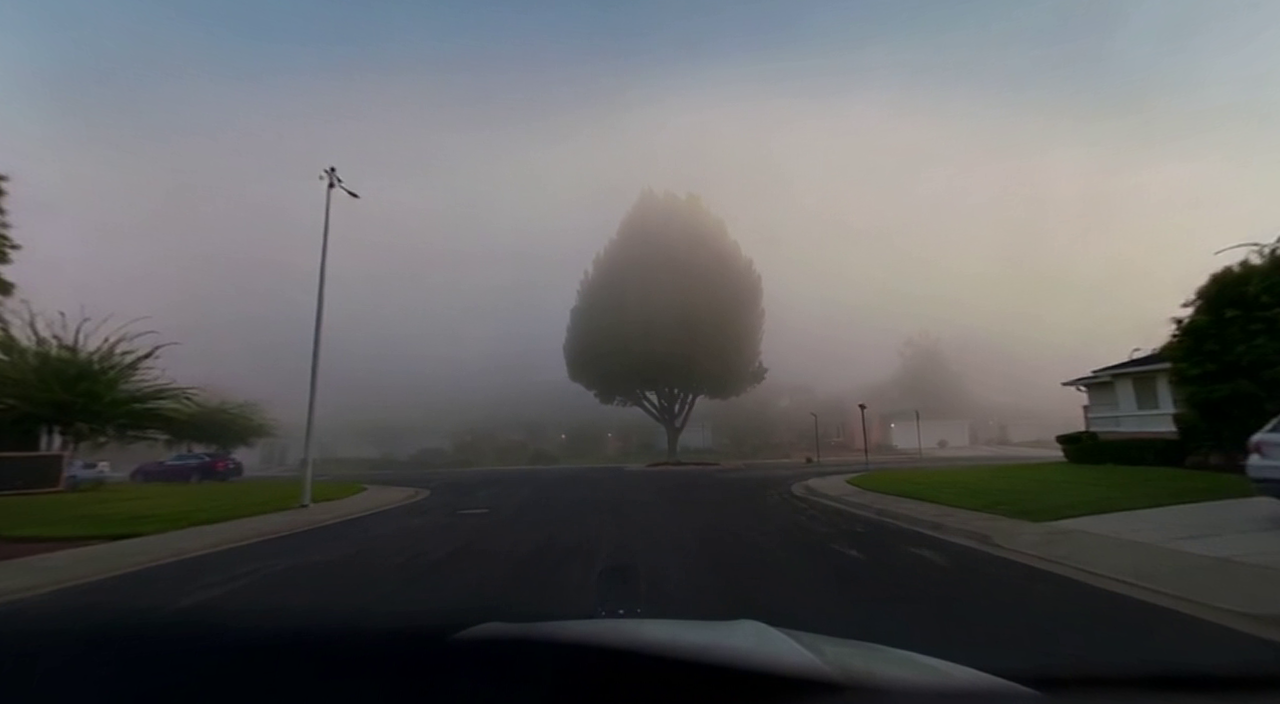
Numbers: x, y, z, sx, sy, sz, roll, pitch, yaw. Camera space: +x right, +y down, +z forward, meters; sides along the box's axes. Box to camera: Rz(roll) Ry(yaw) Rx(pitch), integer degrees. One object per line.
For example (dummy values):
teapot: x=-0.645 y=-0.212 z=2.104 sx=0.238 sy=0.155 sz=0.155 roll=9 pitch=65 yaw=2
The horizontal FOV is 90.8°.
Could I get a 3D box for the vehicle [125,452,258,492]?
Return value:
vehicle: x=-20.993 y=5.608 z=29.712 sx=4.594 sy=1.778 sz=2.055 roll=0 pitch=-9 yaw=0
